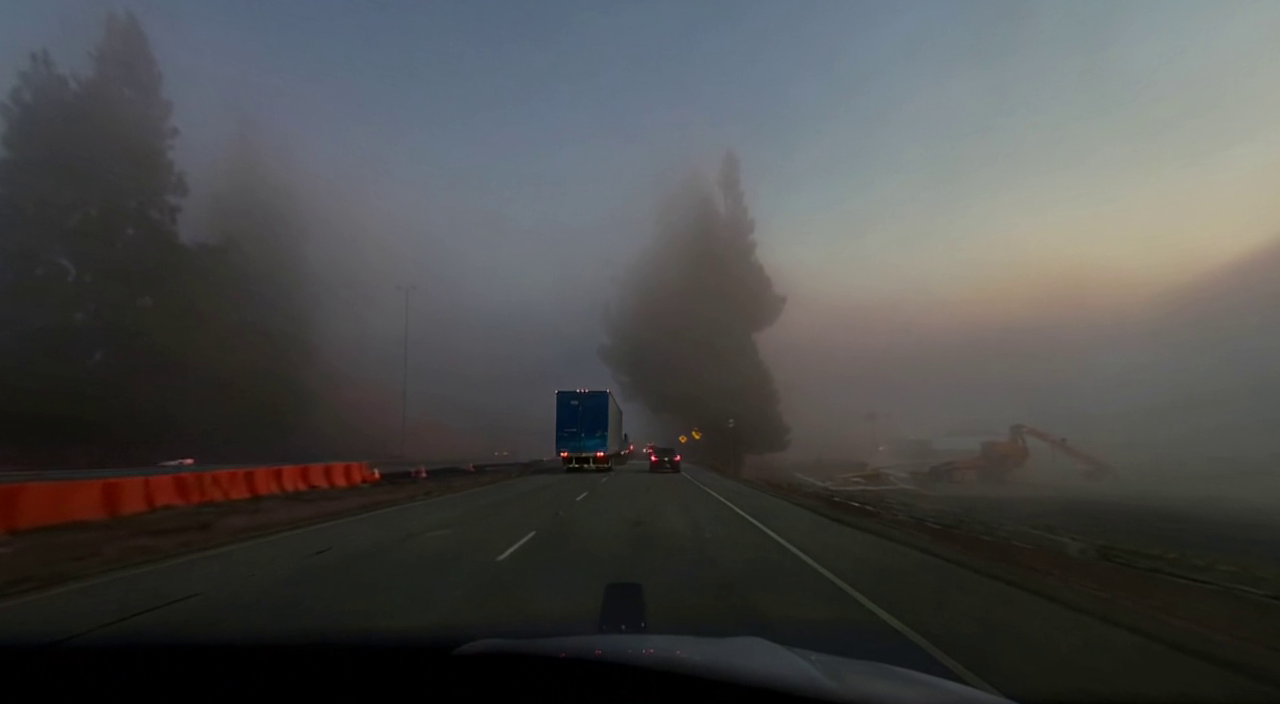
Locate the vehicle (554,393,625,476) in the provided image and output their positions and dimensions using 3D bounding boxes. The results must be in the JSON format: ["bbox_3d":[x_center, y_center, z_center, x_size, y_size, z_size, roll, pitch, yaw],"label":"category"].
[{"bbox_3d":[-2.705,5.222,39.148,2.906,4.115,15.715,0,-8,1],"label":"vehicle"}]

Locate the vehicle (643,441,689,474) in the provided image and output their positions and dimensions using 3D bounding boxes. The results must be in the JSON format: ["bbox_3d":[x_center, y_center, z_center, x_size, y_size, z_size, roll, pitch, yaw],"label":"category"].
[{"bbox_3d":[1.329,5.726,34.509,2.304,1.675,4.462,0,-8,0],"label":"vehicle"}]
